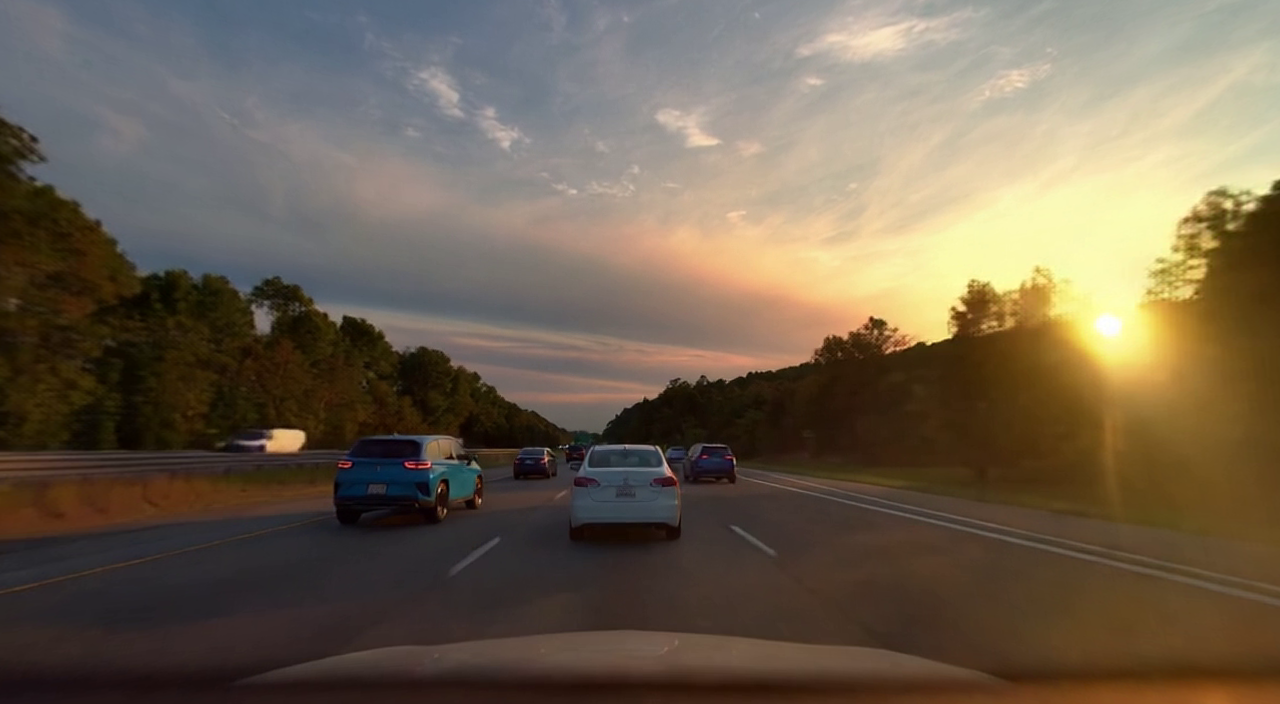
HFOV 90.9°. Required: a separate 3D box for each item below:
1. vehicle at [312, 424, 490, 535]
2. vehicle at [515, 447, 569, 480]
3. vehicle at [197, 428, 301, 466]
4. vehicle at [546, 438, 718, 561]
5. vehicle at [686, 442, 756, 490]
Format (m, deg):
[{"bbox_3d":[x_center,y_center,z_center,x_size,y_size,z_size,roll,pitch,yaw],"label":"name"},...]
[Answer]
[{"bbox_3d":[-4.207,2.301,11.908,1.830,1.703,4.142,0,-9,-2],"label":"vehicle"},{"bbox_3d":[-4.771,5.481,31.122,2.122,1.491,3.800,0,-9,-1],"label":"vehicle"},{"bbox_3d":[-17.843,4.392,29.063,2.157,1.594,4.283,0,-9,-2],"label":"vehicle"},{"bbox_3d":[-0.162,2.152,9.939,2.120,1.478,4.179,0,-9,-2],"label":"vehicle"},{"bbox_3d":[3.039,4.395,24.622,1.996,1.688,4.207,0,-9,-2],"label":"vehicle"}]
